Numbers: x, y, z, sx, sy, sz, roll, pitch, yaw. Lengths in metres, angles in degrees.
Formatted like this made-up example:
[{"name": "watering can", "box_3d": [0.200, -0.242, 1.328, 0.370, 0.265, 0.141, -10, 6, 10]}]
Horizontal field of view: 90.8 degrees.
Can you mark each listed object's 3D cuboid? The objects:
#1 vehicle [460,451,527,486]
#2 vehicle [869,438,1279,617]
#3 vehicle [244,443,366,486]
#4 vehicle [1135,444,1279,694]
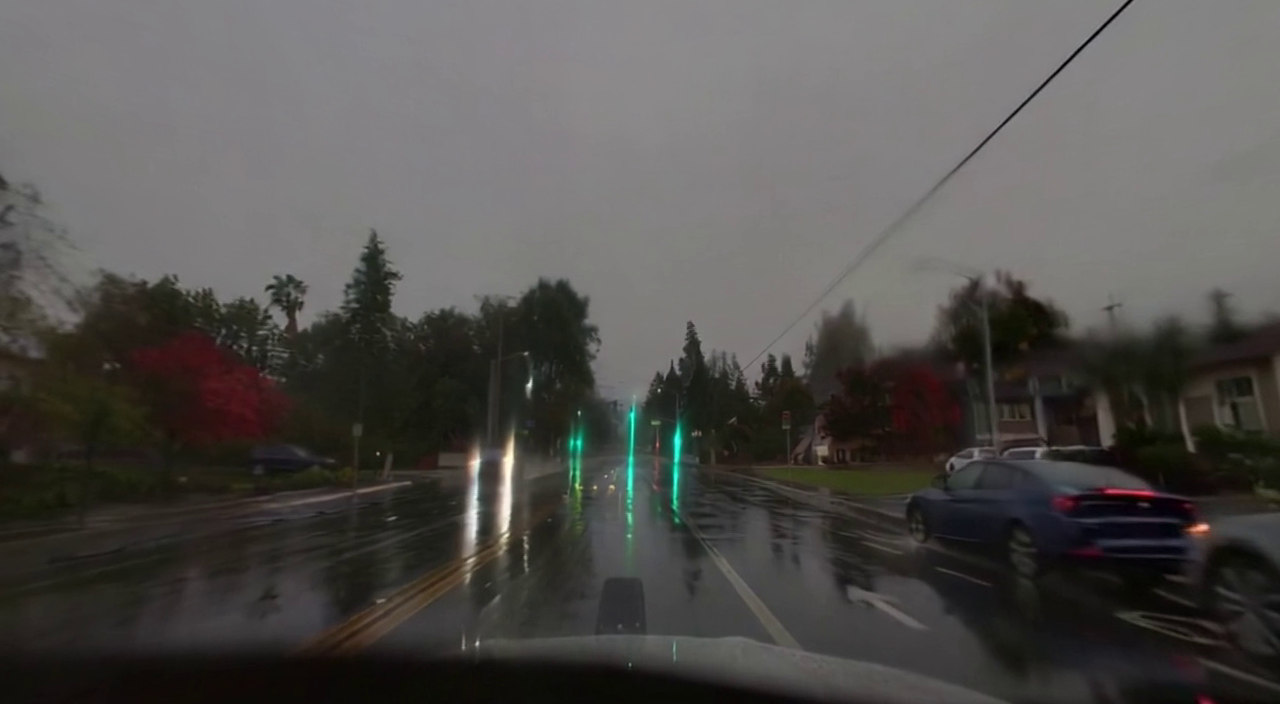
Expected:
[{"name": "vehicle", "box_3d": [-6.832, 5.464, 30.058, 2.057, 1.495, 4.592, 0, -9, 1]}, {"name": "vehicle", "box_3d": [5.076, 1.978, 8.240, 2.349, 1.632, 4.594, 0, -9, -1]}, {"name": "vehicle", "box_3d": [-16.530, 5.538, 31.429, 5.125, 1.941, 2.086, 4, -10, -27]}, {"name": "vehicle", "box_3d": [5.124, 1.259, 3.095, 1.891, 1.611, 4.269, 0, -9, 0]}]
